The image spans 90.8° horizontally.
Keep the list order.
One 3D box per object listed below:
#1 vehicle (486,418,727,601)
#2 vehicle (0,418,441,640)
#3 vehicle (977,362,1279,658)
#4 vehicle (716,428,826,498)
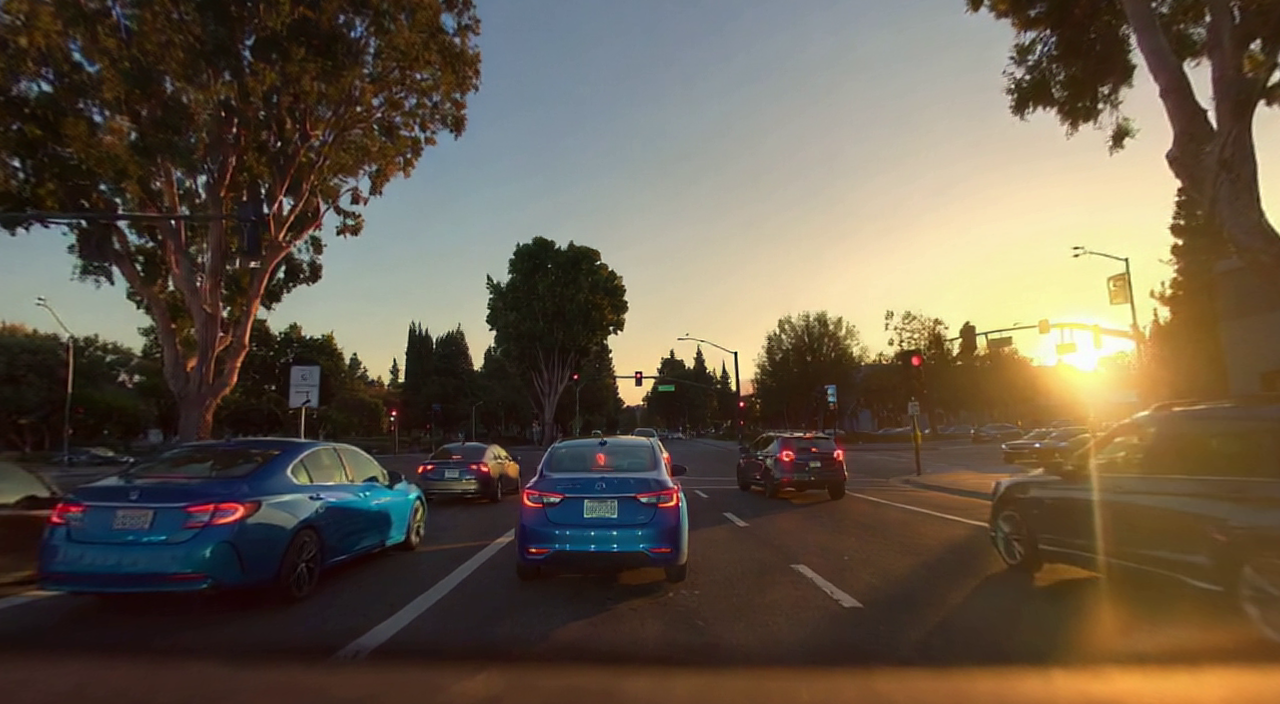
[{"bbox_3d":[-0.345,1.645,7.535,2.045,1.533,4.183,0,-8,-2],"label":"vehicle"},{"bbox_3d":[-3.802,1.525,6.544,2.074,1.485,4.395,0,-8,0],"label":"vehicle"},{"bbox_3d":[4.807,1.061,4.600,2.038,1.750,4.535,0,-8,-2],"label":"vehicle"},{"bbox_3d":[3.445,3.008,17.513,2.028,1.678,4.220,0,-8,-2],"label":"vehicle"}]
